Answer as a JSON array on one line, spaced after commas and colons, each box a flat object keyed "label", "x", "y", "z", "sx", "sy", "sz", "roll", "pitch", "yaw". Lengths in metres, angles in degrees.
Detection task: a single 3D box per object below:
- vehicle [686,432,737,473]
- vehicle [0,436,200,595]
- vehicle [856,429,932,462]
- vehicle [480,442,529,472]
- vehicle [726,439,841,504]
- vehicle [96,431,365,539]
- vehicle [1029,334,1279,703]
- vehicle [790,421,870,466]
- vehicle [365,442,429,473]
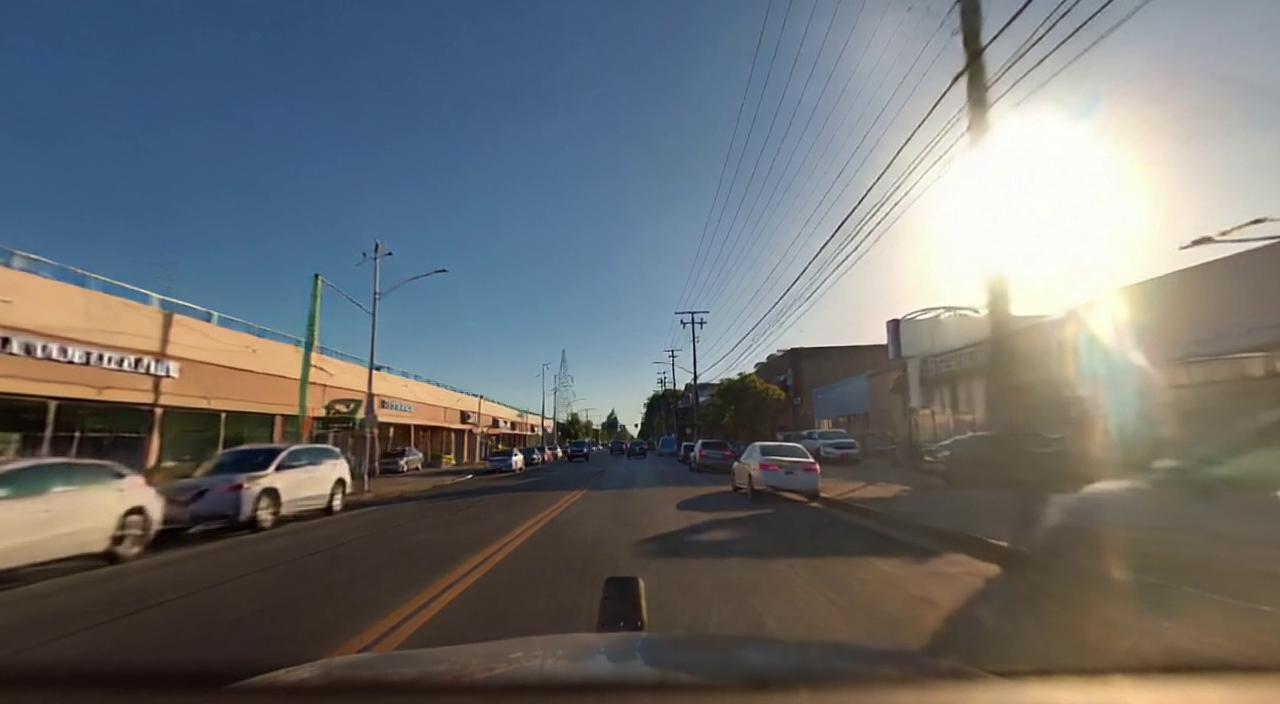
[{"label": "vehicle", "x": 3.420, "y": 4.944, "z": 31.031, "sx": 2.025, "sy": 1.843, "sz": 4.883, "roll": -1, "pitch": -9, "yaw": 1}, {"label": "vehicle", "x": -8.442, "y": 1.999, "z": 8.091, "sx": 2.045, "sy": 1.820, "sz": 4.858, "roll": 0, "pitch": -7, "yaw": 1}, {"label": "vehicle", "x": 12.049, "y": 4.446, "z": 30.306, "sx": 1.824, "sy": 1.450, "sz": 4.265, "roll": 0, "pitch": -7, "yaw": -1}, {"label": "vehicle", "x": -8.463, "y": 6.610, "z": 40.025, "sx": 2.113, "sy": 1.665, "sz": 5.062, "roll": 0, "pitch": -7, "yaw": -2}, {"label": "vehicle", "x": 3.531, "y": 3.015, "z": 16.503, "sx": 1.866, "sy": 1.439, "sz": 4.482, "roll": 0, "pitch": -8, "yaw": -1}, {"label": "vehicle", "x": -8.292, "y": 2.728, "z": 13.748, "sx": 1.986, "sy": 1.831, "sz": 5.678, "roll": 0, "pitch": -9, "yaw": 1}, {"label": "vehicle", "x": 3.570, "y": 0.687, "z": 1.590, "sx": 2.088, "sy": 1.765, "sz": 4.704, "roll": 0, "pitch": -8, "yaw": -1}, {"label": "vehicle", "x": 8.956, "y": 4.358, "z": 30.277, "sx": 2.178, "sy": 1.884, "sz": 4.825, "roll": -2, "pitch": -8, "yaw": -1}, {"label": "vehicle", "x": -14.856, "y": 6.501, "z": 39.025, "sx": 1.969, "sy": 1.741, "sz": 5.148, "roll": 0, "pitch": -9, "yaw": -1}]
